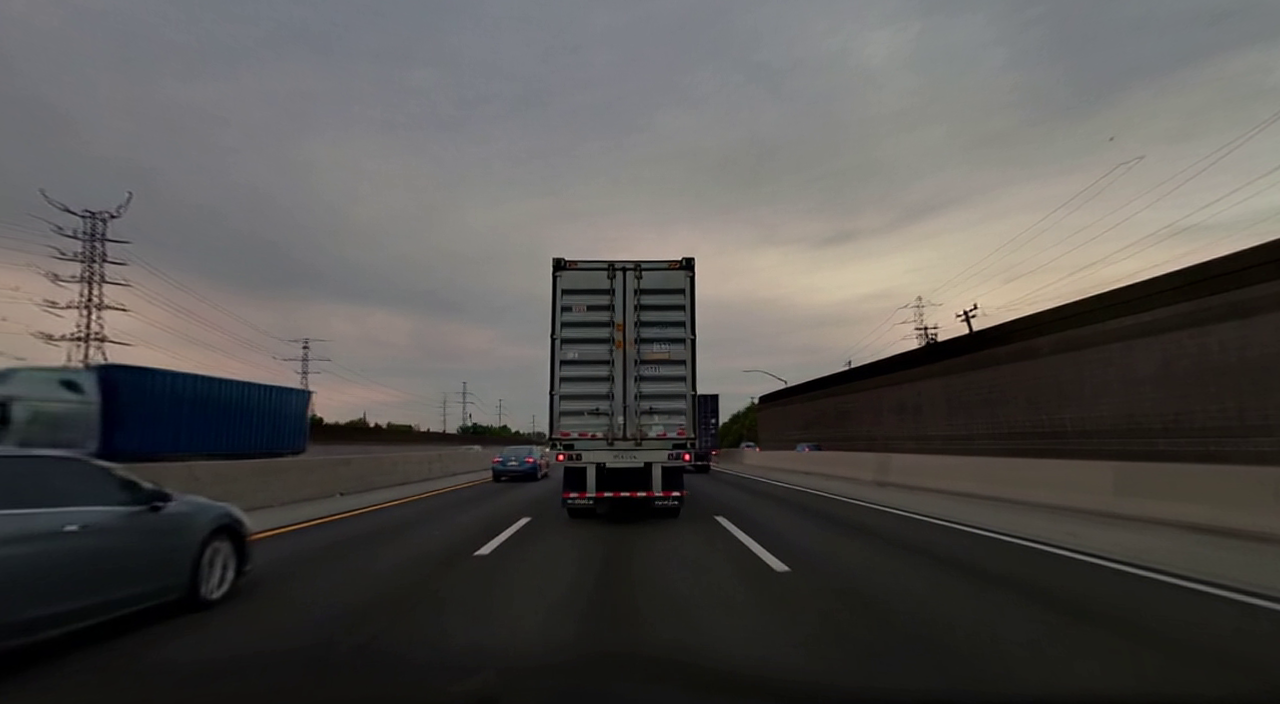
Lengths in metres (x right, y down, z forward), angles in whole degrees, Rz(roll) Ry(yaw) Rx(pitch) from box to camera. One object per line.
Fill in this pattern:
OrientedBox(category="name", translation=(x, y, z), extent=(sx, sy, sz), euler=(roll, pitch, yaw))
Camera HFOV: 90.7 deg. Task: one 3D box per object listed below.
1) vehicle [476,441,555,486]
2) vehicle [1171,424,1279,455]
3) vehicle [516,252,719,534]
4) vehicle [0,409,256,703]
OrientedBox(category="vehicle", translation=(-4.468, 4.092, 23.496), extent=(1.993, 1.475, 4.540), euler=(0, -9, 0))
OrientedBox(category="vehicle", translation=(32.428, 4.869, 34.832), extent=(4.579, 1.594, 1.932), euler=(-9, -12, 44))
OrientedBox(category="vehicle", translation=(-0.305, 1.420, 15.107), extent=(2.841, 4.071, 12.046), euler=(0, -9, 0))
OrientedBox(category="vehicle", translation=(-4.164, 1.038, 3.130), extent=(1.912, 1.485, 4.218), euler=(0, -9, -1))
